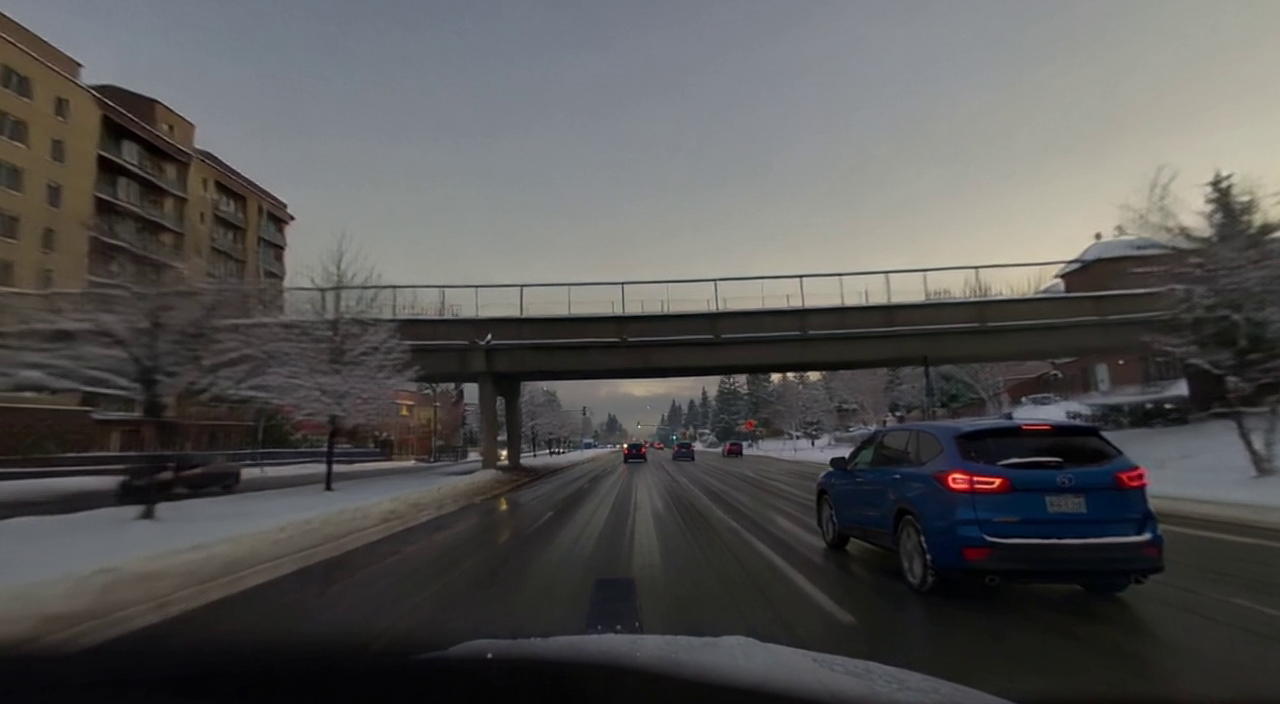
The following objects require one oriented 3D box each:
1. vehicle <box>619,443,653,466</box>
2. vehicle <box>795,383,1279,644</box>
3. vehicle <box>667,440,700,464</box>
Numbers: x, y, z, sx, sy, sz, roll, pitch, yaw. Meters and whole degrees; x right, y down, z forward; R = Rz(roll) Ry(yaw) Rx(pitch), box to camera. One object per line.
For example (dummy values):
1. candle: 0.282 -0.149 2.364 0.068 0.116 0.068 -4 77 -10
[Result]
1. vehicle: -0.260 6.873 42.577 2.173 1.498 4.528 0 -8 0
2. vehicle: 3.281 1.422 6.640 2.130 1.741 4.665 0 -8 0
3. vehicle: 3.265 7.623 48.182 2.165 1.708 3.928 0 -8 -2
